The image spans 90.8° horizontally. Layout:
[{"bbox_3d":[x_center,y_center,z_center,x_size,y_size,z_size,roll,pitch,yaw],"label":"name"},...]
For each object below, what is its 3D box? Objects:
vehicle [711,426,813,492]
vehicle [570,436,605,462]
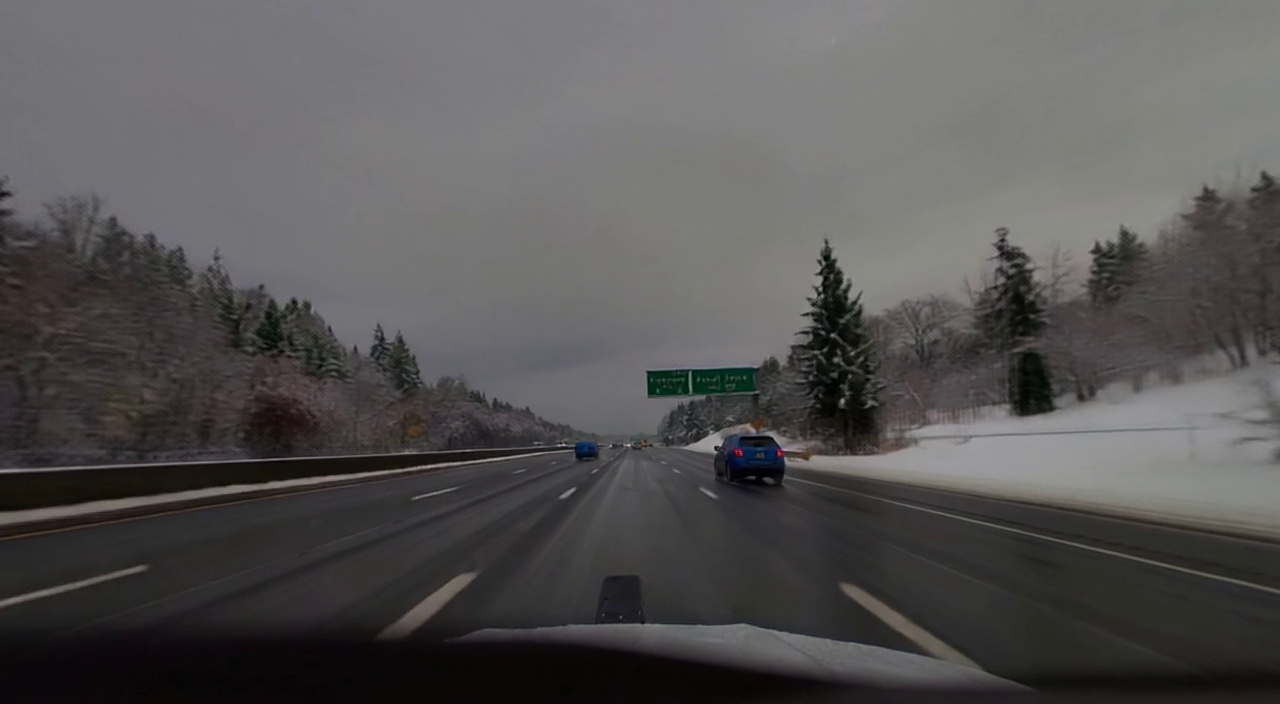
[{"bbox_3d":[3.397,3.099,18.515,2.053,1.714,4.097,0,-9,-2],"label":"vehicle"},{"bbox_3d":[-3.818,7.090,46.320,2.173,1.793,4.564,0,-9,0],"label":"vehicle"}]
